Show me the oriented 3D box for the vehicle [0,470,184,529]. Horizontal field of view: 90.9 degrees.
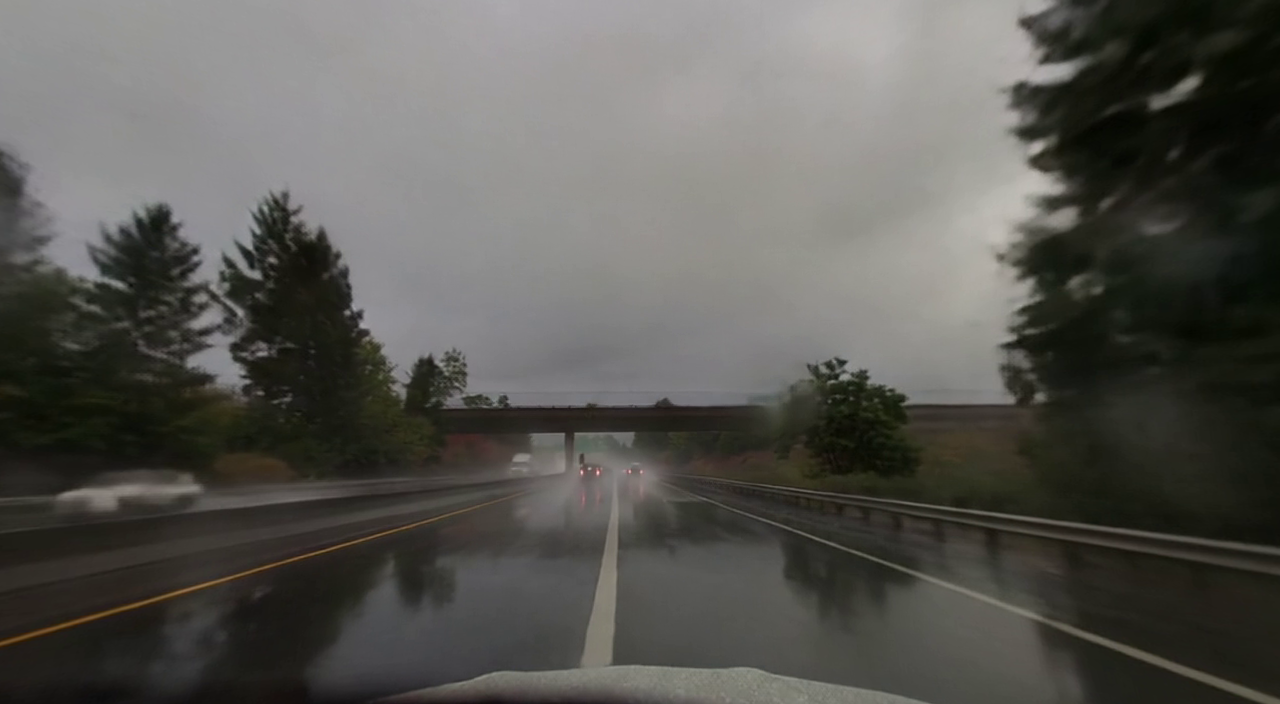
[{"bbox_3d":[-15.322,4.109,17.947,1.708,1.455,4.012,1,-11,-2],"label":"vehicle"}]
